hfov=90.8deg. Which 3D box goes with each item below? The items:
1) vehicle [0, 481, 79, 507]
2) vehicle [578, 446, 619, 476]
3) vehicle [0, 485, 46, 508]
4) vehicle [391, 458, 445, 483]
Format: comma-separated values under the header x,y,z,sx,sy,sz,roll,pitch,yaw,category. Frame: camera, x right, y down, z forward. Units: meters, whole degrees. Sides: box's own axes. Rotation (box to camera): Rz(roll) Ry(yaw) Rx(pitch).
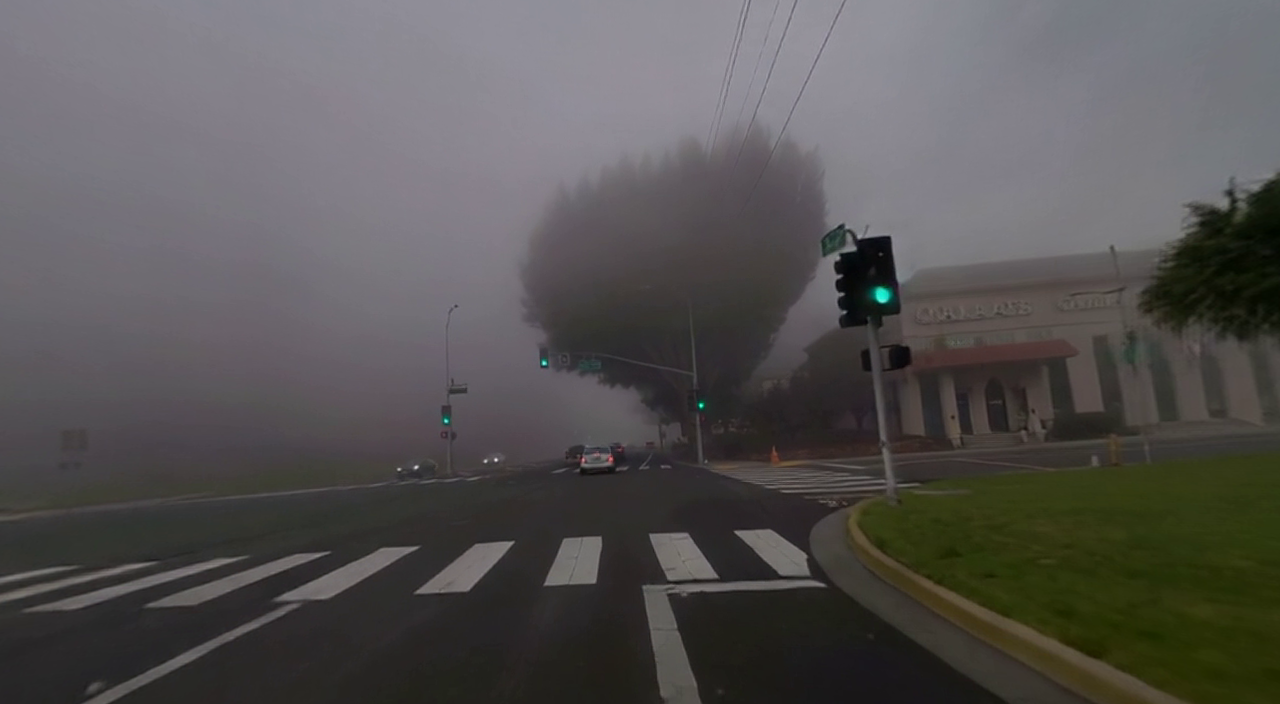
x,y,z,sx,sy,sz,roll,pitch,yaw,category
-39.744,9.355,41.802,3.522,1.412,1.580,3,-10,2,vehicle
-2.206,5.891,34.414,2.063,1.474,4.334,0,-9,-2,vehicle
-39.309,9.017,38.948,3.685,1.183,1.680,-5,-9,-1,vehicle
-14.586,7.811,41.802,1.997,1.480,4.715,0,-9,-1,vehicle
